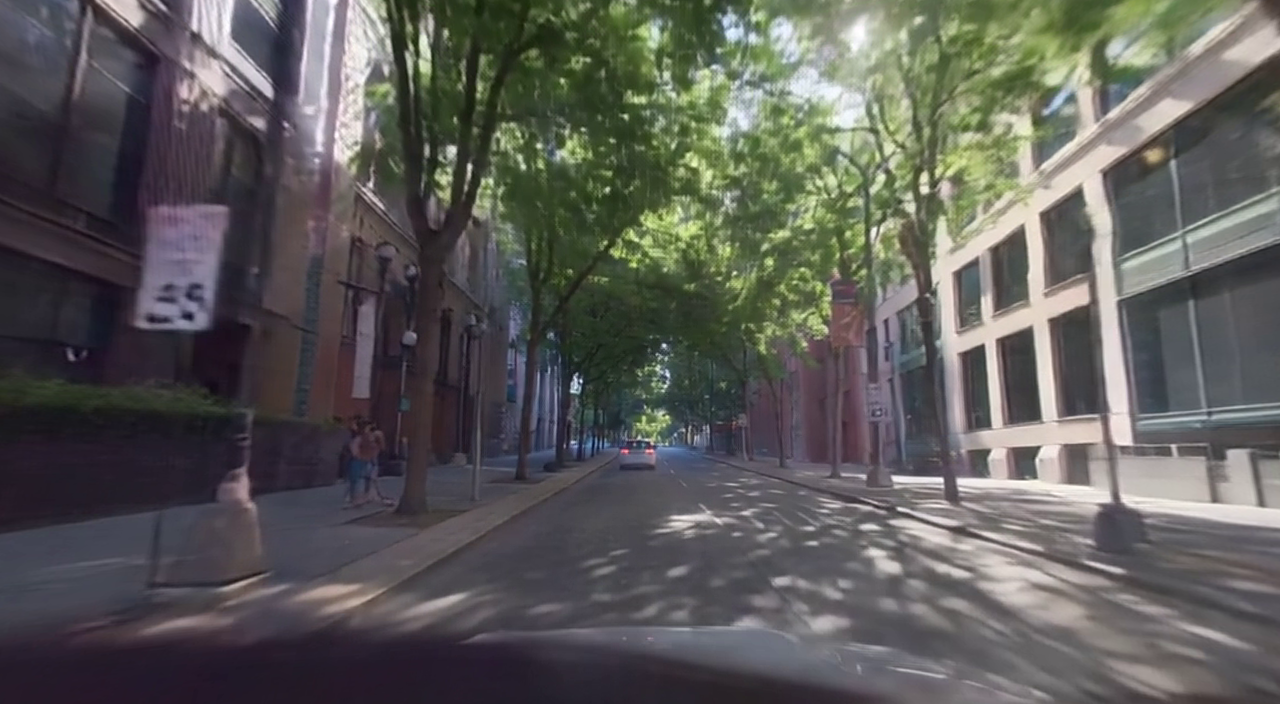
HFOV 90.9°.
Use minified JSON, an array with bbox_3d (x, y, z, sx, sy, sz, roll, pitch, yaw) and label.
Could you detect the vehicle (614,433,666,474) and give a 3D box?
[{"bbox_3d":[-0.032,4.348,27.197,2.079,1.621,3.861,0,-8,-1],"label":"vehicle"}]
